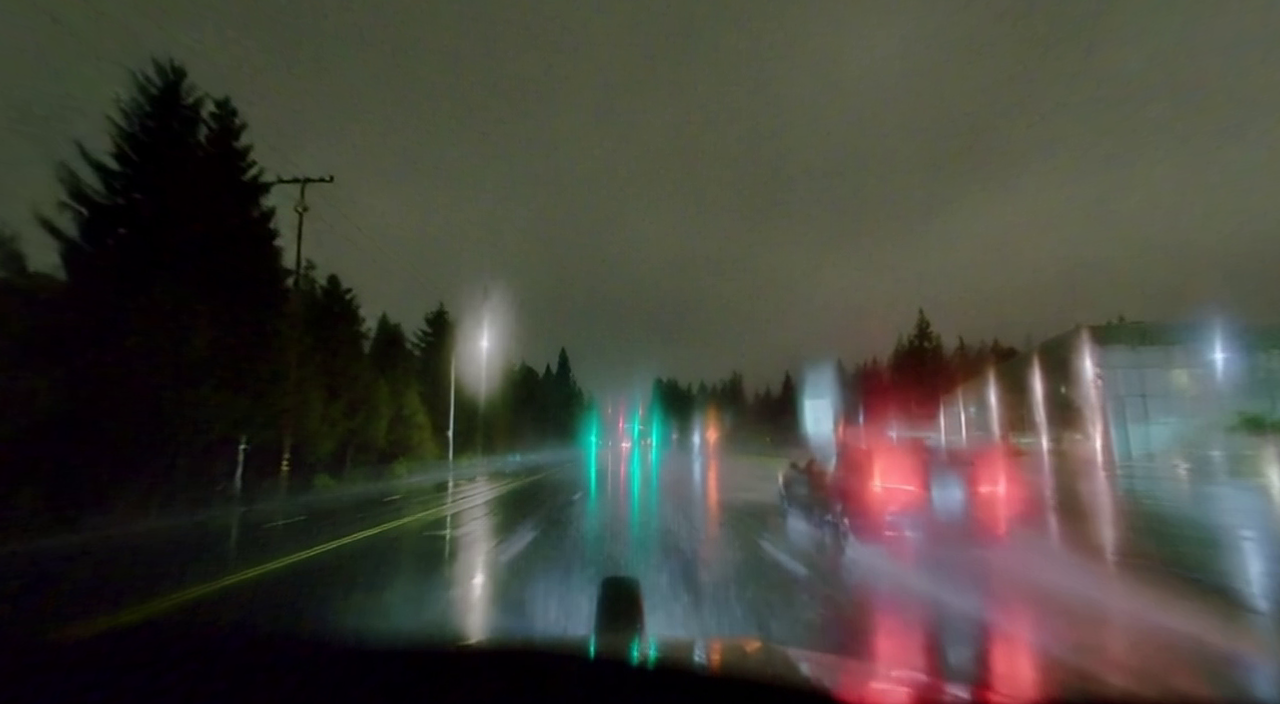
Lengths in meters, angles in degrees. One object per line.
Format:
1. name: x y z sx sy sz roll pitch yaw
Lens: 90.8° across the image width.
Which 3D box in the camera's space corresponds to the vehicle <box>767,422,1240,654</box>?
1. vehicle: 2.789 1.526 6.345 2.042 1.469 4.470 0 -8 -1
